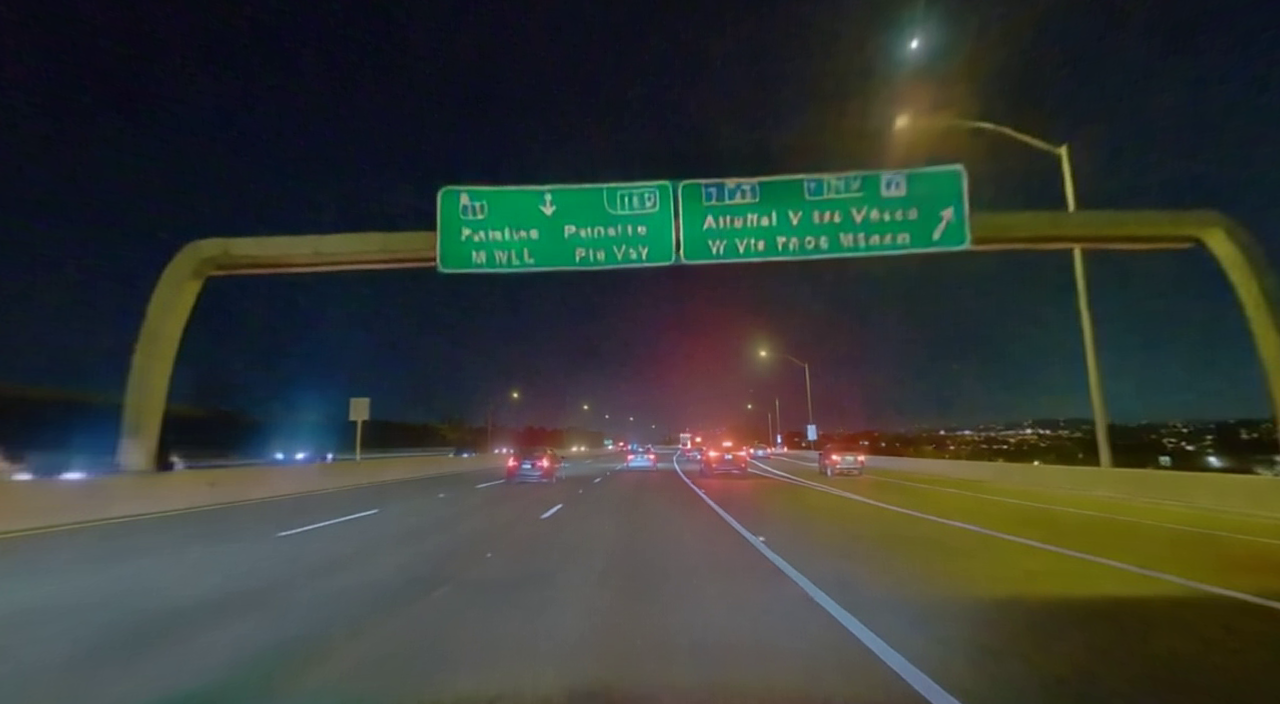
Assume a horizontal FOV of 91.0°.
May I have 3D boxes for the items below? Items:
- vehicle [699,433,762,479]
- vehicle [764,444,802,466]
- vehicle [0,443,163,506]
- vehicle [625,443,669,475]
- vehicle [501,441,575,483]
[{"bbox_3d":[3.704,4.366,26.604,2.045,1.768,4.249,0,-9,1],"label":"vehicle"},{"bbox_3d":[10.135,7.337,44.964,1.971,1.464,4.357,-1,-9,3],"label":"vehicle"},{"bbox_3d":[-16.656,3.448,18.212,1.935,1.541,4.729,0,-9,1],"label":"vehicle"},{"bbox_3d":[0.366,5.297,31.378,2.071,1.478,4.130,0,-9,1],"label":"vehicle"},{"bbox_3d":[-3.885,4.288,24.779,1.996,1.488,4.451,0,-9,3],"label":"vehicle"}]
